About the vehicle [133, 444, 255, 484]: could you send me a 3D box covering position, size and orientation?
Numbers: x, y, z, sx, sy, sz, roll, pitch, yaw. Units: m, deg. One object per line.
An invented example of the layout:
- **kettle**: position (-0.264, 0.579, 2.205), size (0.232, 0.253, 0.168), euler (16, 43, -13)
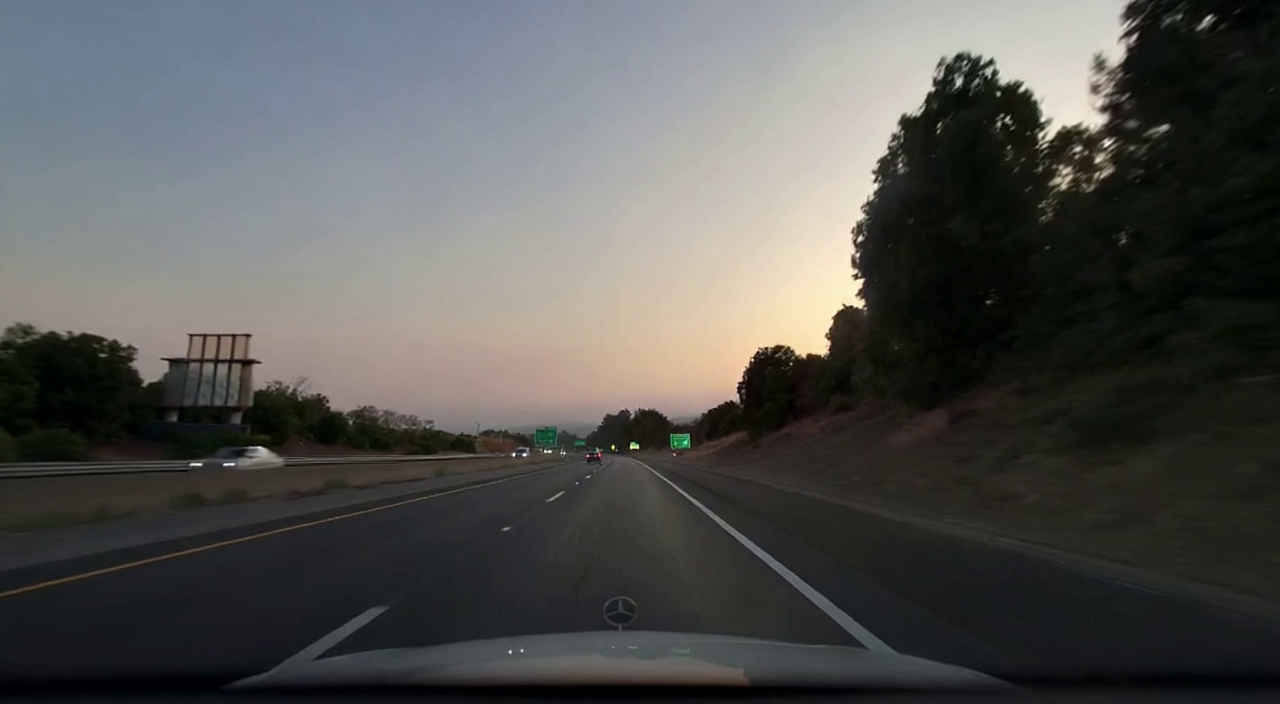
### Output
- **vehicle**: position (-17.858, 4.497, 25.472), size (1.842, 1.446, 4.224), euler (0, -9, 0)
